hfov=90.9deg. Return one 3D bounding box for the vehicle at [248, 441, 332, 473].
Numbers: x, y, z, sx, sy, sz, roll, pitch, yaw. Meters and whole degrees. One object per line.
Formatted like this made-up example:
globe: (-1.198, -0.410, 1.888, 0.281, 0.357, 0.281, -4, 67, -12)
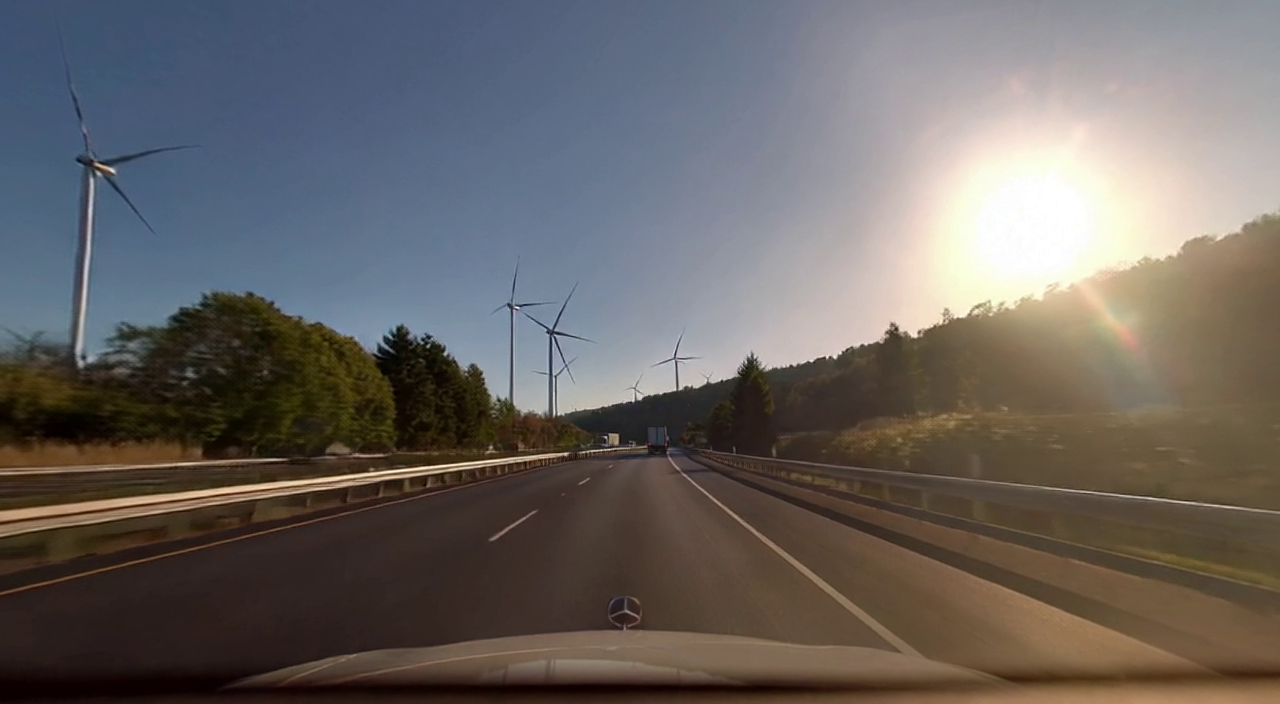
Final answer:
vehicle: (-17.033, 5.119, 30.868, 1.790, 1.442, 3.956, 0, -9, 1)
